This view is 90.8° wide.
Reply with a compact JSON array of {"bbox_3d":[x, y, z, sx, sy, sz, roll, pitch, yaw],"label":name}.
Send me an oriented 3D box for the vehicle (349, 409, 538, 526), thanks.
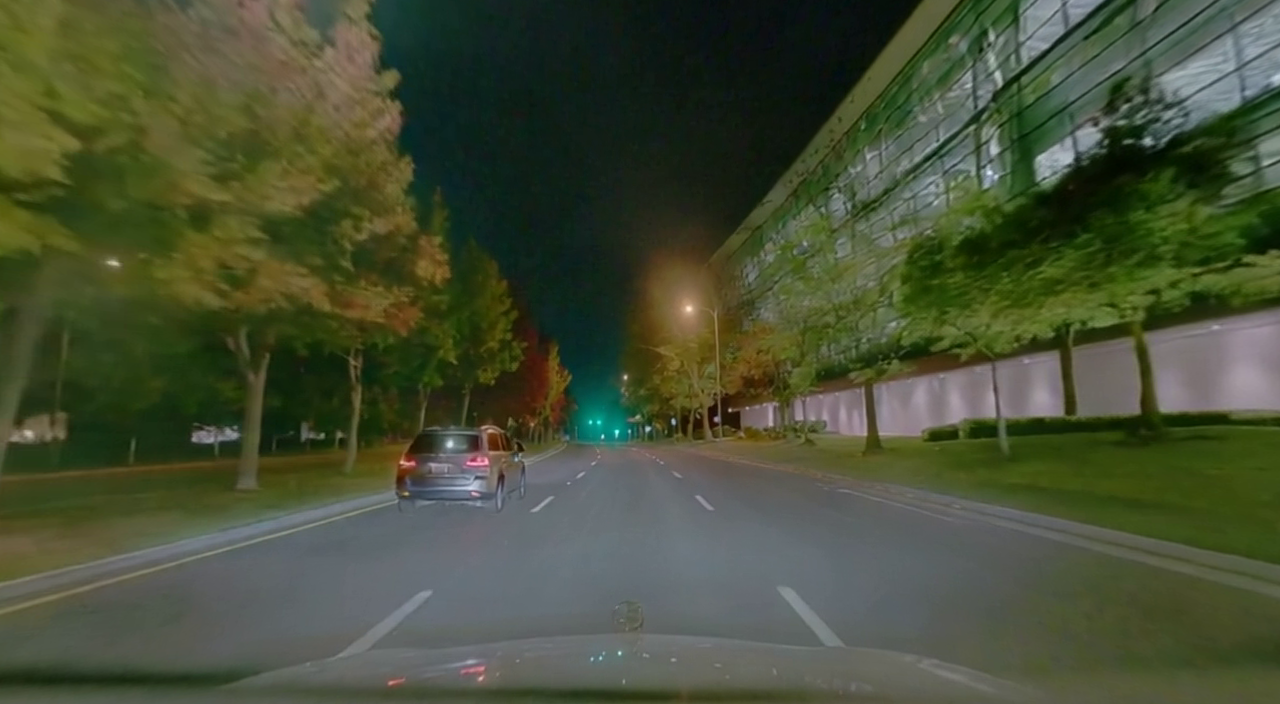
[{"bbox_3d":[-3.276,1.999,11.675,2.067,1.700,4.561,0,-7,-1],"label":"vehicle"}]
